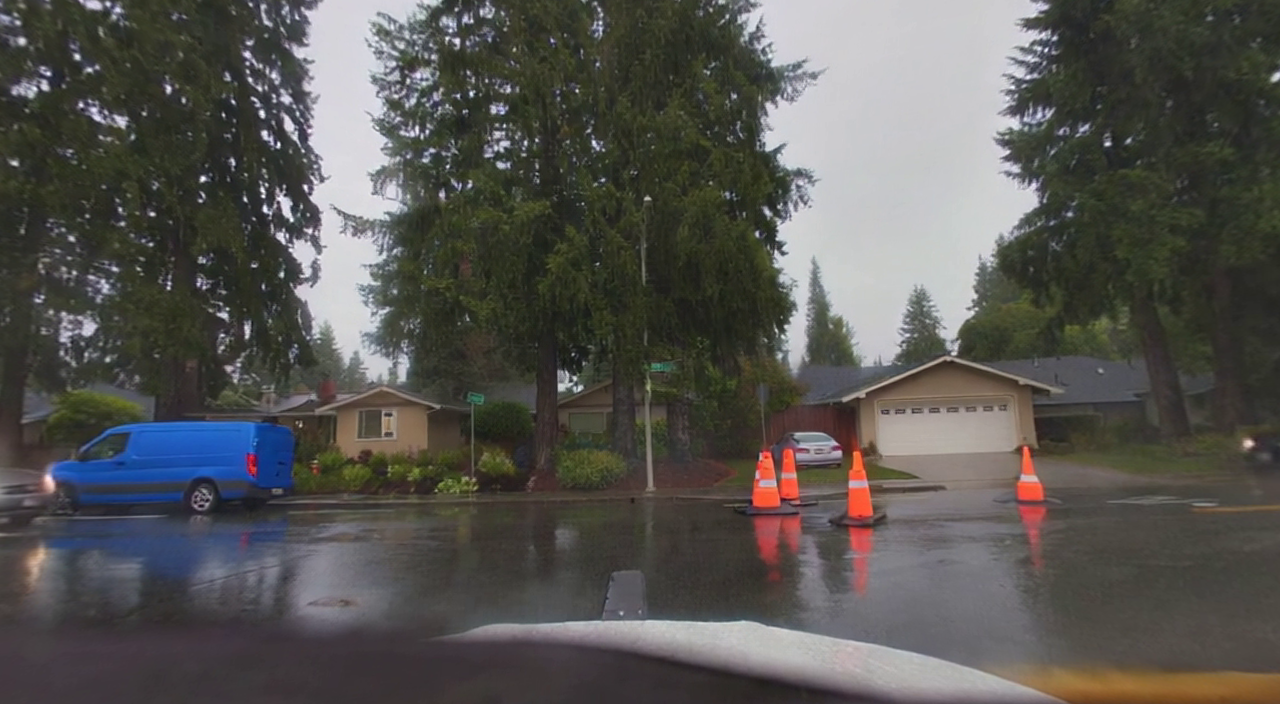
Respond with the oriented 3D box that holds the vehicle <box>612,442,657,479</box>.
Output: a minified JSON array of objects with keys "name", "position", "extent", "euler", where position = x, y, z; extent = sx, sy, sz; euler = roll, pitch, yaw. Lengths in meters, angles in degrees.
[{"name":"vehicle","position":[-0.302,4.755,27.931],"extent":[1.648,1.430,3.654],"euler":[4,-9,-4]}]

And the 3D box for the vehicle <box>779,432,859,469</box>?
[{"name":"vehicle","position":[8.065,4.499,28.943],"extent":[1.893,1.529,4.422],"euler":[1,-9,-7]}]

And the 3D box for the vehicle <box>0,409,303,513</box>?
[{"name":"vehicle","position":[-14.052,3.040,17.449],"extent":[7.824,2.323,2.863],"euler":[-3,-10,-2]}]

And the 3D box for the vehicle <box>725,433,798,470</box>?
[{"name":"vehicle","position":[5.346,4.463,28.489],"extent":[2.007,1.555,4.204],"euler":[1,-9,-7]}]

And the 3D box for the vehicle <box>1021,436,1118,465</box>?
[{"name":"vehicle","position":[22.776,5.221,33.558],"extent":[3.863,1.453,1.826],"euler":[1,-8,-5]}]

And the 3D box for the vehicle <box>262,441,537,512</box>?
[{"name":"vehicle","position":[-6.386,3.415,17.831],"extent":[6.643,1.777,2.925],"euler":[1,-9,-6]}]

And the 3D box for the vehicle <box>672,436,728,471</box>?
[{"name":"vehicle","position":[2.596,4.531,28.372],"extent":[1.745,1.461,4.074],"euler":[1,-9,-6]}]

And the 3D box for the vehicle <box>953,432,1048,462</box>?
[{"name":"vehicle","position":[23.682,6.246,41.577],"extent":[4.984,1.912,2.132],"euler":[1,-8,-6]}]
